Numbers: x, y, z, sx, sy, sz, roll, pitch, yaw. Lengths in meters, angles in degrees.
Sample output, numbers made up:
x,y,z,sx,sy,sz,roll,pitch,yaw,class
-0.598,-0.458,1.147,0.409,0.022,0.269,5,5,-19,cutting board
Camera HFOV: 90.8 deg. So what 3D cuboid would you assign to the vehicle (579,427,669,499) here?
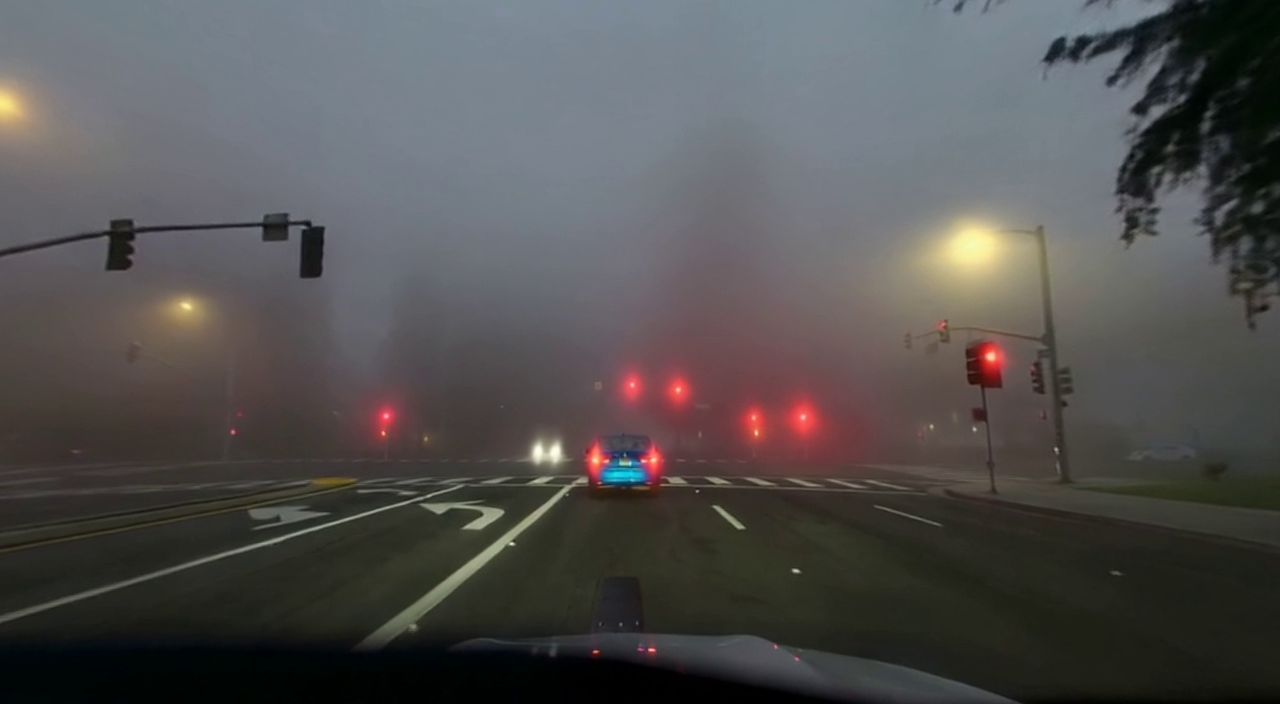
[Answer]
x,y,z,sx,sy,sz,roll,pitch,yaw,class
-0.406,2.856,16.568,2.066,1.618,3.922,0,-9,-1,vehicle
